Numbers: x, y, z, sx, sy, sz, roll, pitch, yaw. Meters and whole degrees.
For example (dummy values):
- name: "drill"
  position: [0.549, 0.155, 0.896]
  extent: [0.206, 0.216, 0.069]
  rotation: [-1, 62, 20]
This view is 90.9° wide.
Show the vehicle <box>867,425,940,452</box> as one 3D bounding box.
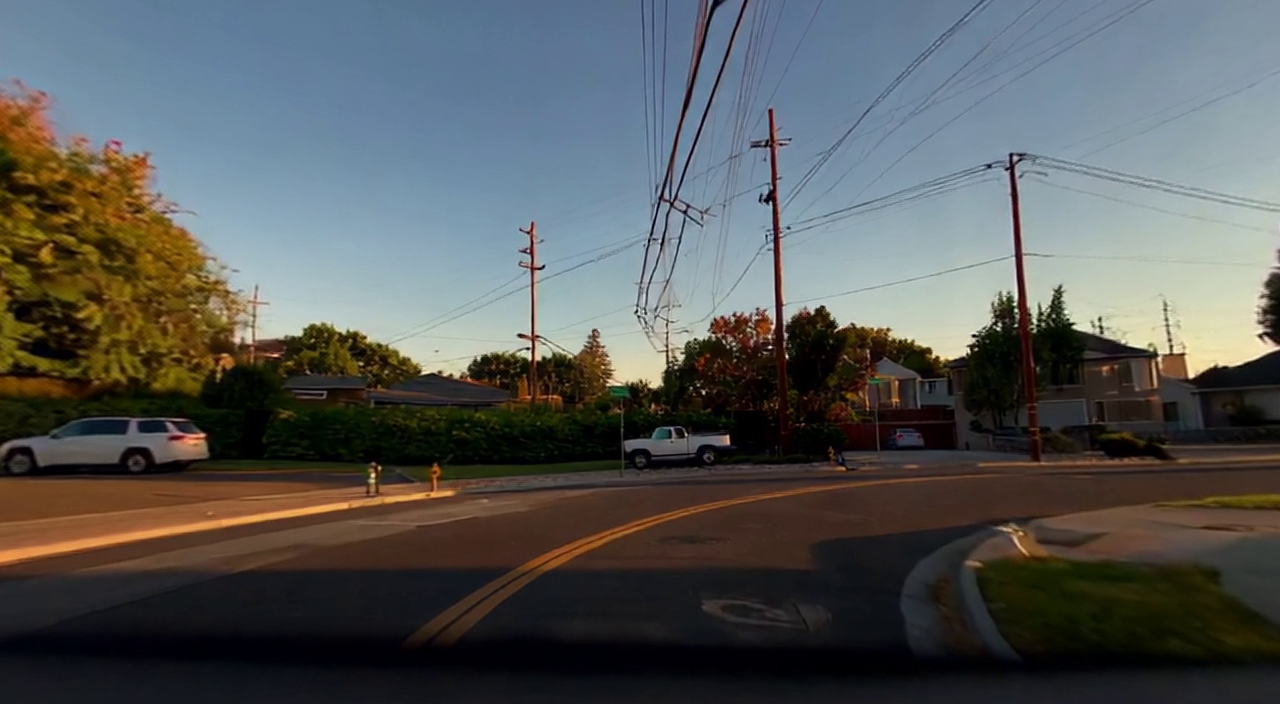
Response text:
- name: "vehicle"
  position: [16.587, 5.488, 39.807]
  extent: [3.784, 1.532, 1.650]
  rotation: [-2, -9, 3]
